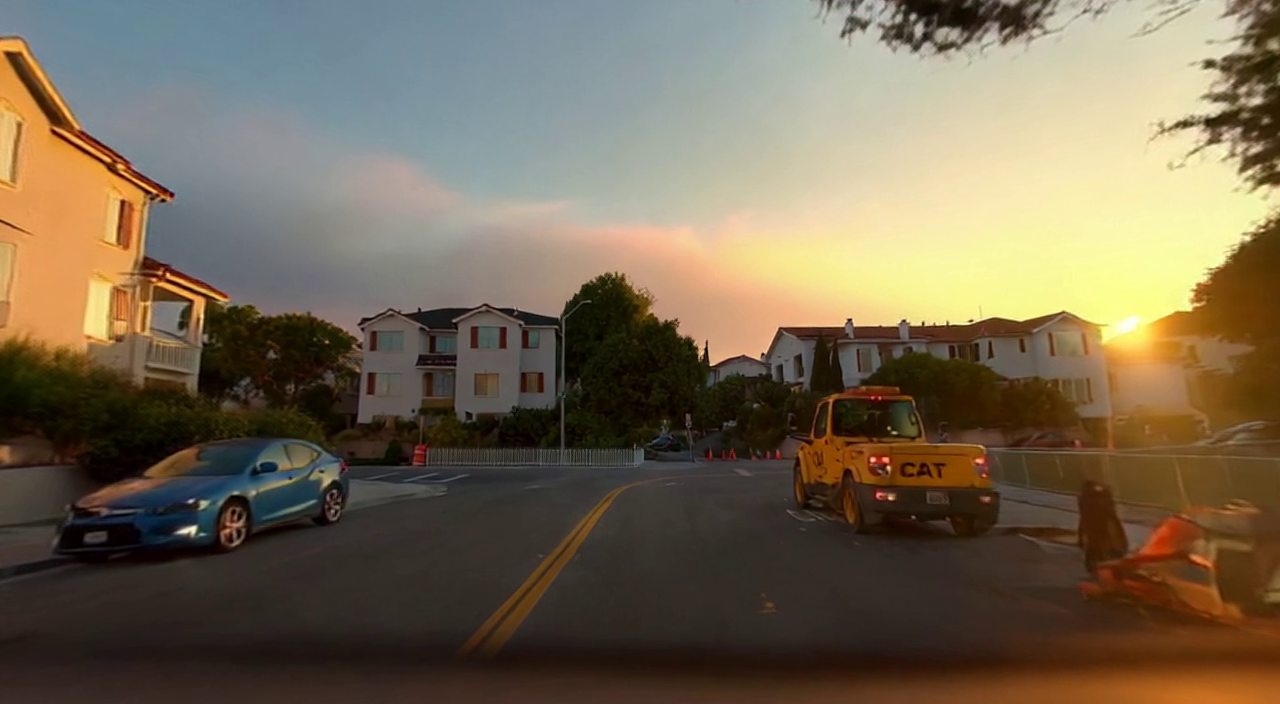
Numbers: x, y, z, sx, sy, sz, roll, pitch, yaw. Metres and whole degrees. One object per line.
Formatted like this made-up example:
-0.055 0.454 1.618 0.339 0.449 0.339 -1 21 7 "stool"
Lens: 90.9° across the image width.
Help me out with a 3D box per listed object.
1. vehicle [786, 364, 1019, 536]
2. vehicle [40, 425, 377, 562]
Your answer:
4.433 1.743 11.453 2.501 2.613 3.505 1 -8 -3 "vehicle"
-6.640 2.168 10.663 2.220 1.765 4.799 0 -8 1 "vehicle"
